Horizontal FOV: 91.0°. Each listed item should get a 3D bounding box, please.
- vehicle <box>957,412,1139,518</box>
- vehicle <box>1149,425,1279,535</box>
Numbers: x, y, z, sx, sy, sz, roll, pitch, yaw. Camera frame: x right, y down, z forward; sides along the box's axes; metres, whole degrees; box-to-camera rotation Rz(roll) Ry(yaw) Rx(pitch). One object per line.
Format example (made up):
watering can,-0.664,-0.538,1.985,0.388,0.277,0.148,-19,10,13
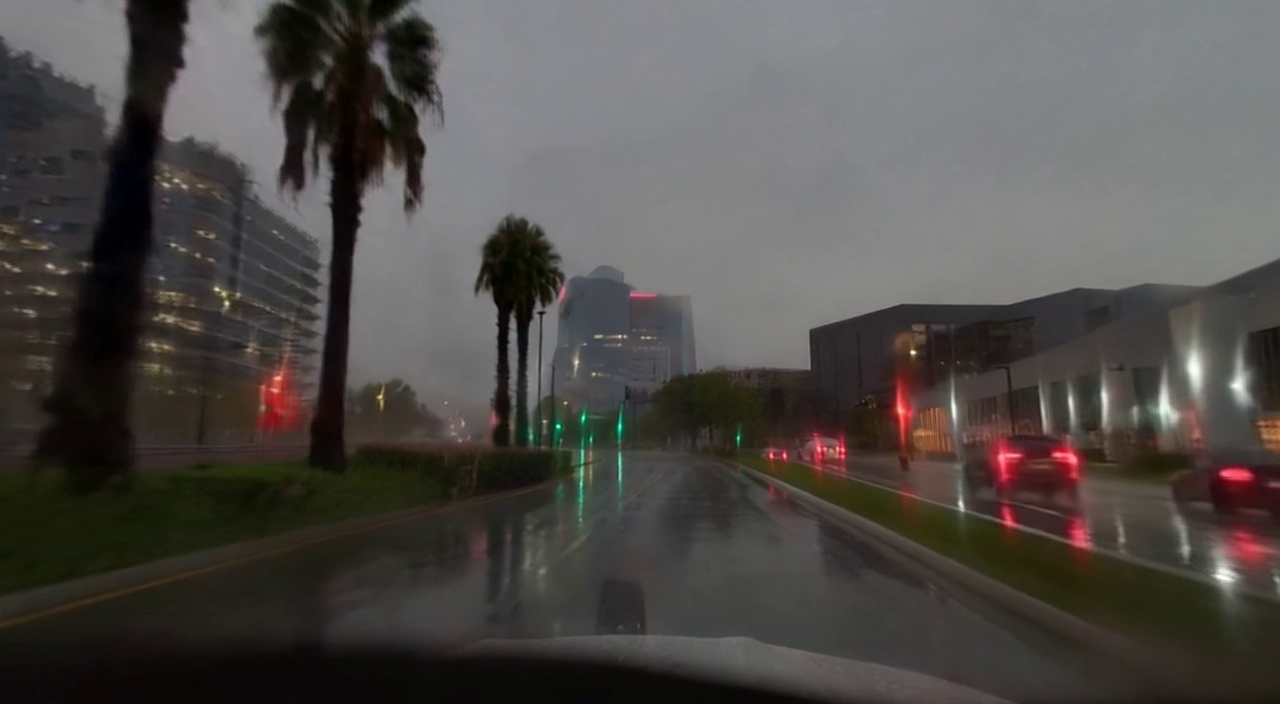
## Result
vehicle,9.335,2.522,14.688,1.813,2.150,3.038,4,-7,-17
vehicle,13.770,2.920,14.626,2.219,2.342,1.744,0,-9,6
